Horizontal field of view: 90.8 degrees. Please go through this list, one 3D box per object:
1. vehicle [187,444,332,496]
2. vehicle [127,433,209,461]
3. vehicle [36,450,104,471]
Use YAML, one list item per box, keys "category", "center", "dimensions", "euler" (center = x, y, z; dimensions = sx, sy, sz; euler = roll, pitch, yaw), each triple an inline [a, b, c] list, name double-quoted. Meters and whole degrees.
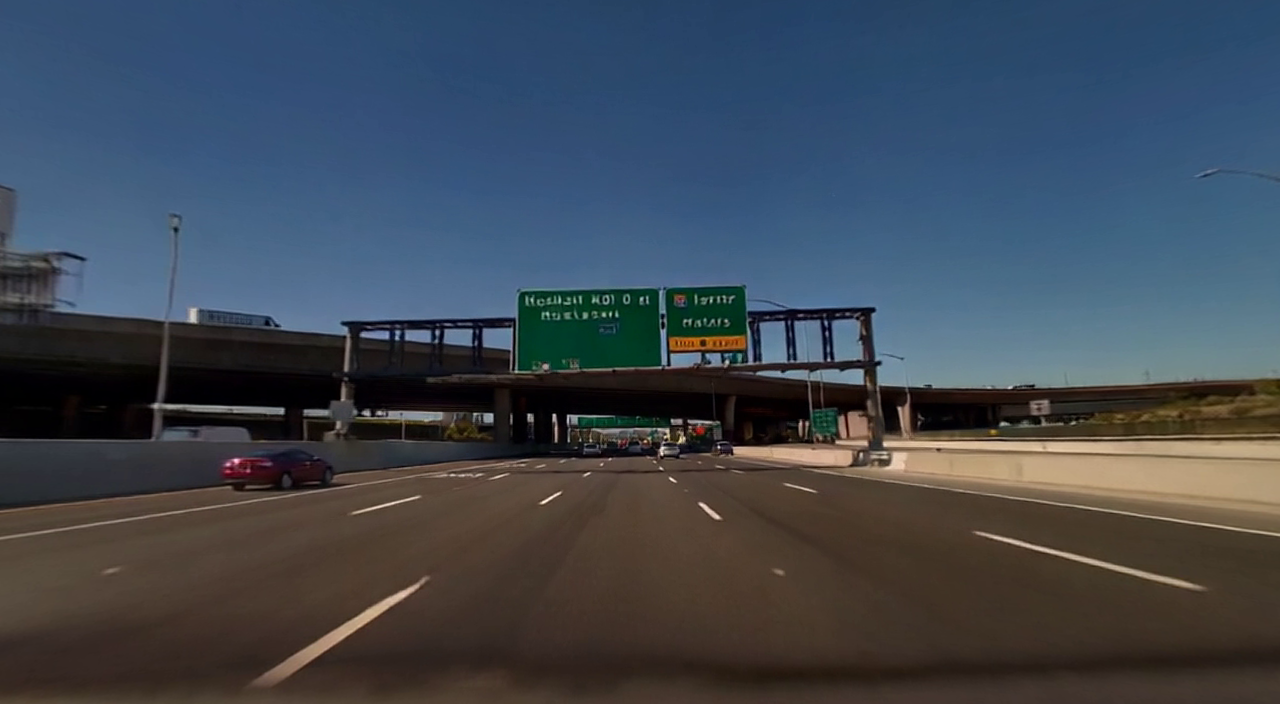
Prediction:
- category: "vehicle"
  center: [-11.470, 3.542, 19.460]
  dimensions: [1.861, 1.373, 4.211]
  euler: [0, -8, 0]
- category: "vehicle"
  center: [-36.434, 7.320, 48.975]
  dimensions: [2.257, 2.052, 5.365]
  euler: [0, -8, -1]
- category: "vehicle"
  center: [-40.186, 7.656, 44.628]
  dimensions: [1.619, 1.377, 3.484]
  euler: [0, -8, -1]
